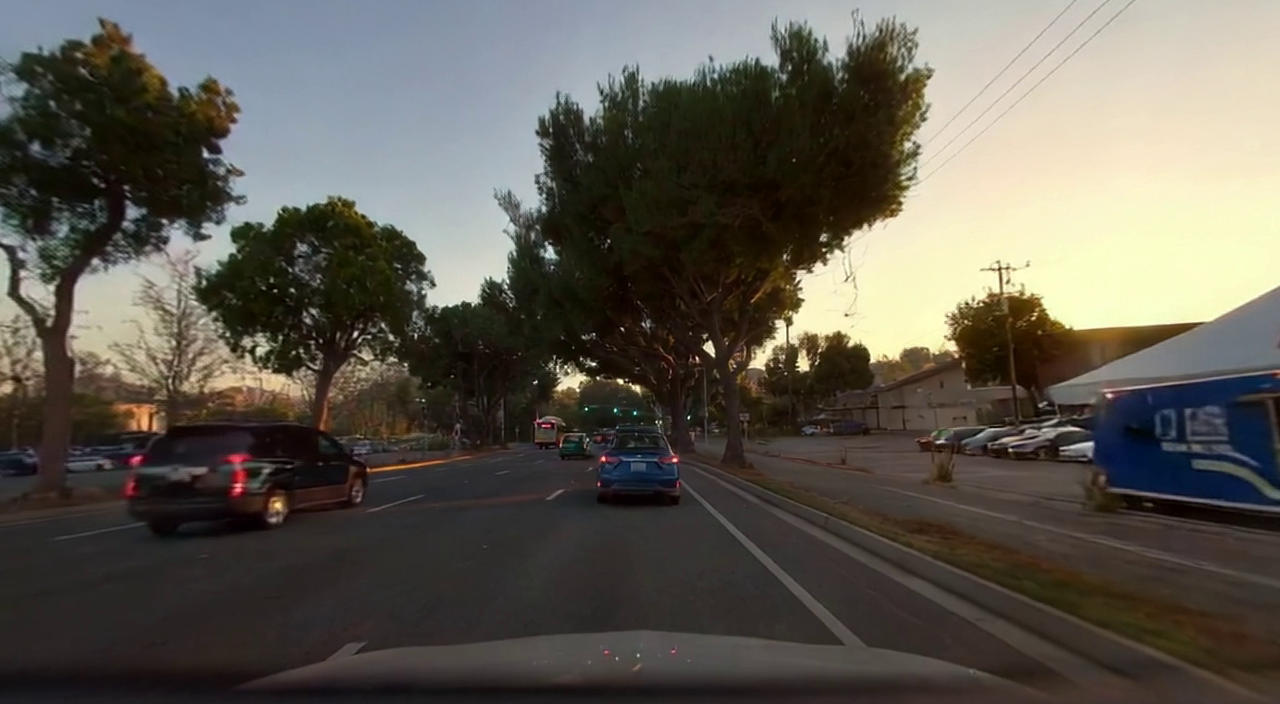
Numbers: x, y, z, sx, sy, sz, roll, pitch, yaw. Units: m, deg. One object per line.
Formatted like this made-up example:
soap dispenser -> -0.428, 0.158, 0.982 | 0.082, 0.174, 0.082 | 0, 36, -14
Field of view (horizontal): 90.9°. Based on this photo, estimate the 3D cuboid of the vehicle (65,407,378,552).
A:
vehicle -> -6.068, 1.895, 10.034 | 2.016, 1.748, 4.525 | 0, -9, -3

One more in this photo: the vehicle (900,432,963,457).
vehicle -> 17.832, 5.698, 38.811 | 1.694, 1.451, 4.505 | 0, -8, 0

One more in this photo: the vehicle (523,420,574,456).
vehicle -> -6.936, 6.707, 48.838 | 2.485, 2.556, 6.363 | -1, -9, 5

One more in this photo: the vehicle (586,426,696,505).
vehicle -> -0.033, 2.521, 14.399 | 2.123, 1.498, 4.226 | 0, -9, -1

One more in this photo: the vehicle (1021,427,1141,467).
vehicle -> 18.310, 3.992, 26.471 | 1.826, 1.532, 4.290 | 0, -9, -1

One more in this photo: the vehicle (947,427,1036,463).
vehicle -> 18.095, 4.838, 32.769 | 1.841, 1.680, 4.842 | 0, -9, 0

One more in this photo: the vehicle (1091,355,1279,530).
vehicle -> 11.399, 1.522, 10.617 | 2.754, 2.711, 6.196 | 0, -9, -2
